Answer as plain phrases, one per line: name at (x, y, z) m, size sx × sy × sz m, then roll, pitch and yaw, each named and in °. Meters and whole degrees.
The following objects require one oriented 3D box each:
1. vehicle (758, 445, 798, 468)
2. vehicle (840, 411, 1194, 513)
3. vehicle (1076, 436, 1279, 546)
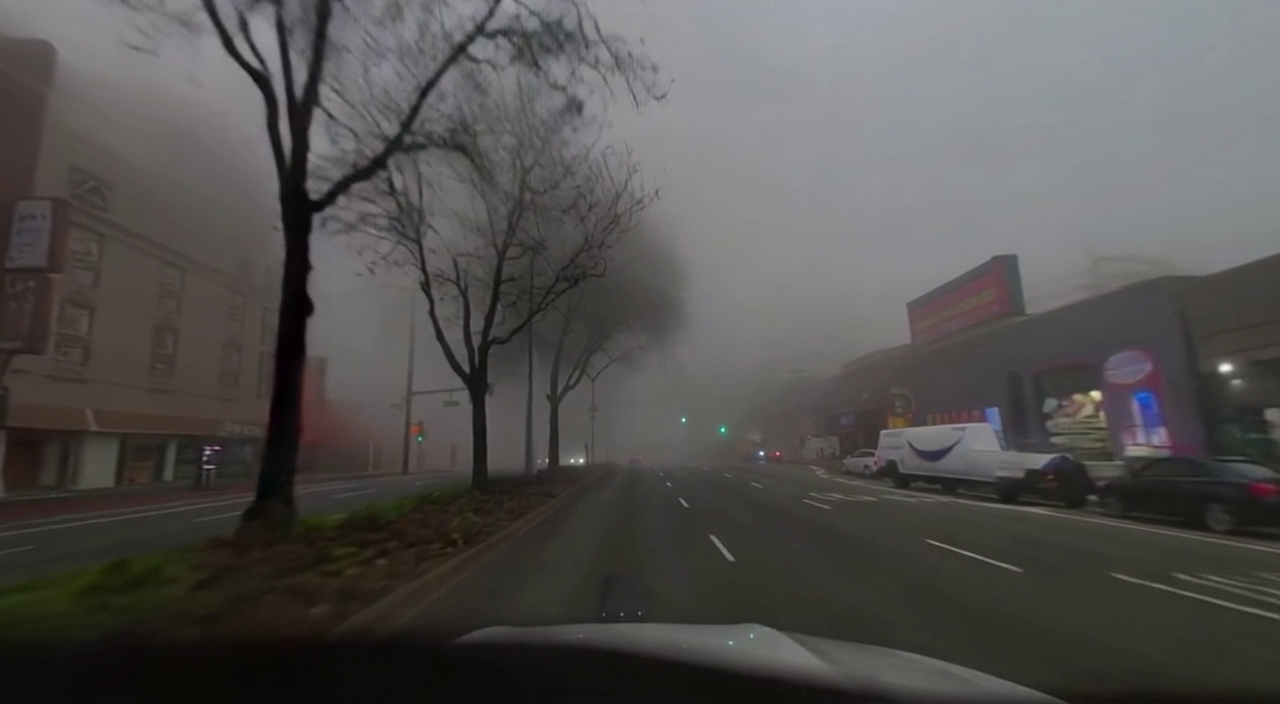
vehicle at (9.550, 7.262, 44.029) m, size 1.844 × 1.449 × 4.149 m, roll 0°, pitch -9°, yaw 0°
vehicle at (10.038, 2.892, 17.006) m, size 6.229 × 2.004 × 6.552 m, roll 7°, pitch -13°, yaw -43°
vehicle at (9.768, 2.147, 10.237) m, size 1.876 × 1.511 × 4.726 m, roll 0°, pitch -9°, yaw -2°
